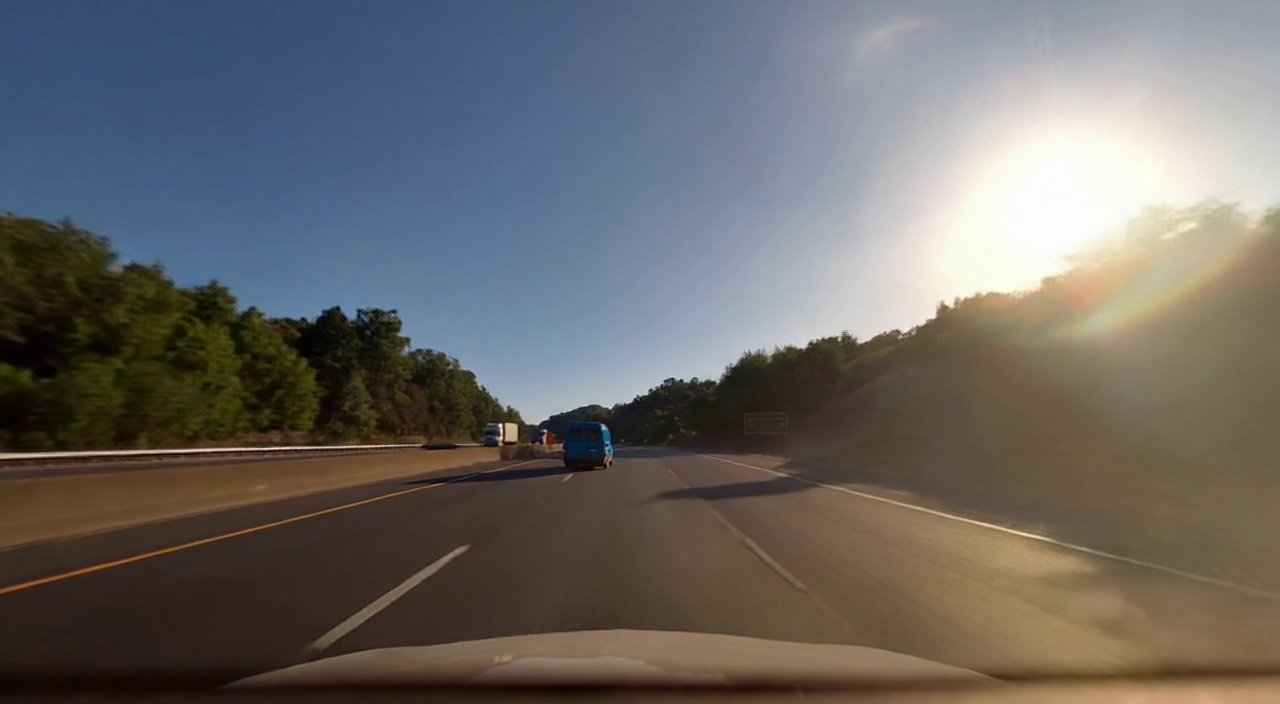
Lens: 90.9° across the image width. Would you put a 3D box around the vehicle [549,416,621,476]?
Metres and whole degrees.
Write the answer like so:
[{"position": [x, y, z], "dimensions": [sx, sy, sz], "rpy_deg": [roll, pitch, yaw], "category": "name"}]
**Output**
[{"position": [-1.939, 3.530, 23.934], "dimensions": [2.297, 2.011, 4.736], "rpy_deg": [0, -8, 0], "category": "vehicle"}]
